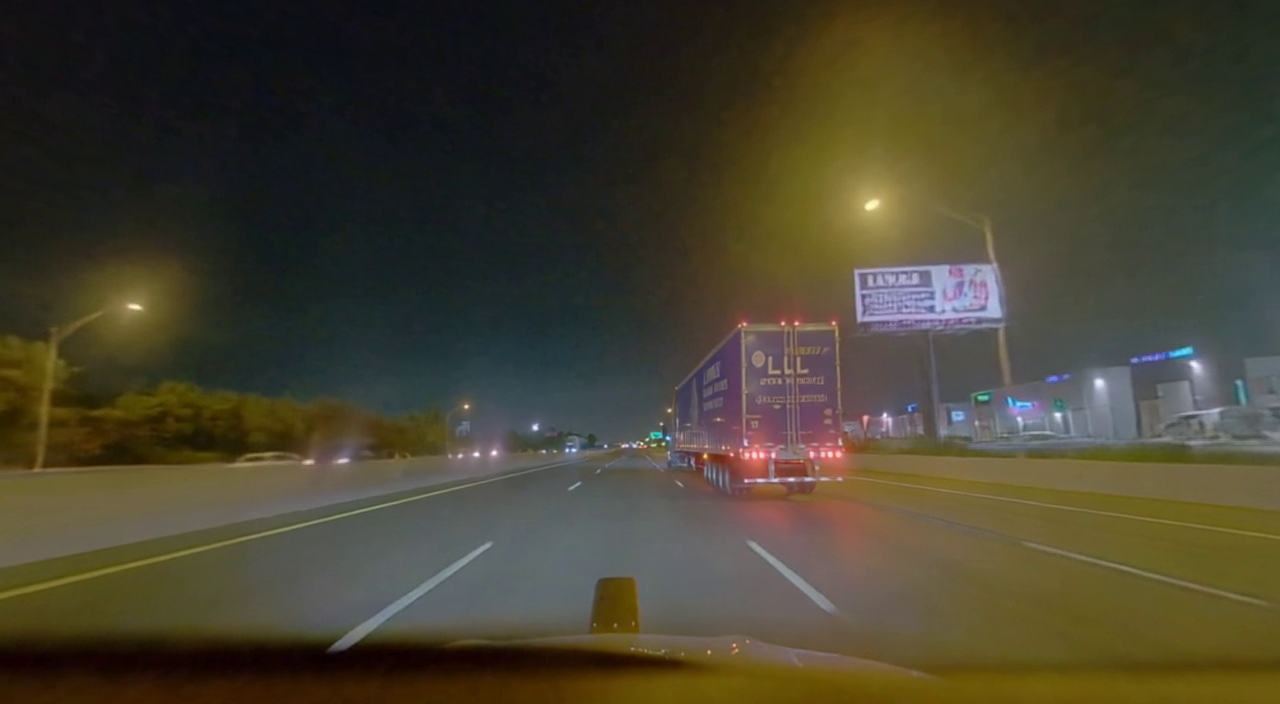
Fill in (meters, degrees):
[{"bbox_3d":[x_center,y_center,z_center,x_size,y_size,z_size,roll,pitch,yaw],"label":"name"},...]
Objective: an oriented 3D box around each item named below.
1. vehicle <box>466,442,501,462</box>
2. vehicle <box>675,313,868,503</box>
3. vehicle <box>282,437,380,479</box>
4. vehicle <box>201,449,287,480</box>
[{"bbox_3d":[-11.441,7.336,46.445,1.679,1.408,3.364,0,-9,0],"label":"vehicle"},{"bbox_3d":[3.491,2.534,23.146,2.891,4.387,17.121,0,-9,-2],"label":"vehicle"},{"bbox_3d":[-11.206,3.864,23.196,1.806,1.408,3.416,0,-9,1],"label":"vehicle"},{"bbox_3d":[-18.813,5.352,30.194,1.764,1.350,3.516,0,-9,0],"label":"vehicle"}]
